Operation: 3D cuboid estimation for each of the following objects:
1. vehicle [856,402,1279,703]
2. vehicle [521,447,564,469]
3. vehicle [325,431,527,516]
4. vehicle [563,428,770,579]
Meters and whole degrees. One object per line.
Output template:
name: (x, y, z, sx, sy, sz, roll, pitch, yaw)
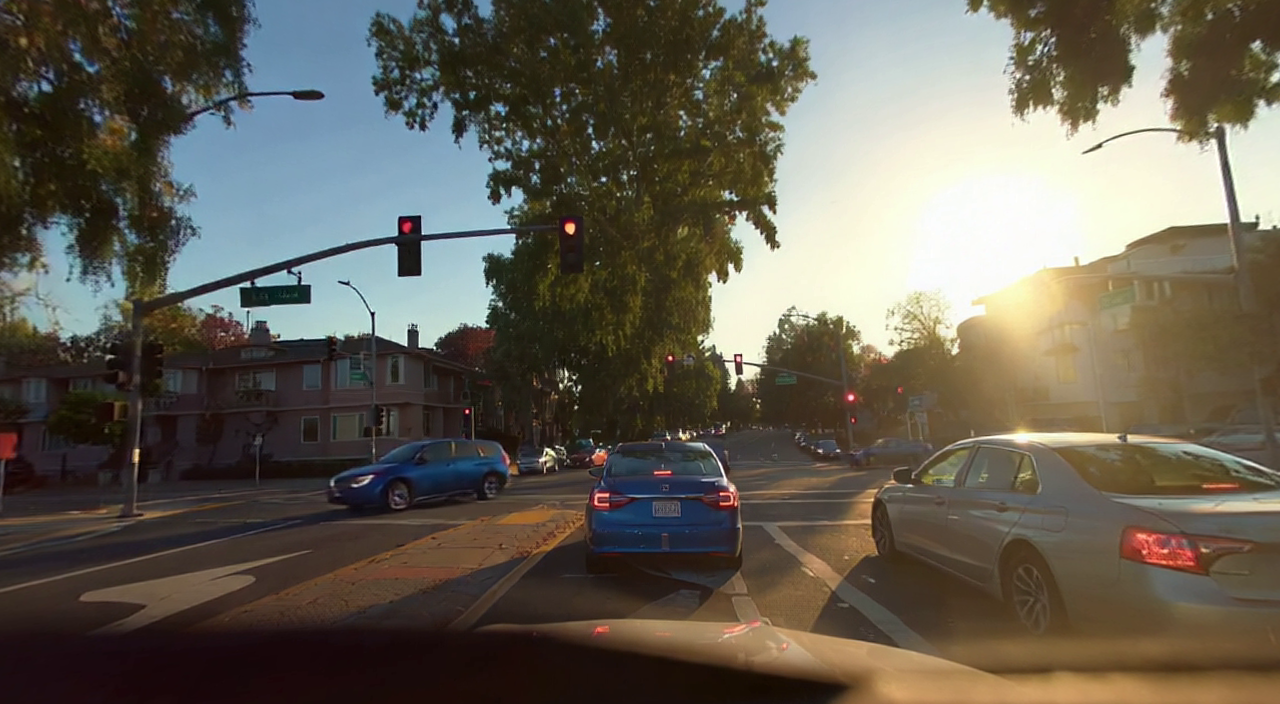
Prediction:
vehicle: (3.654, 1.336, 5.430, 1.888, 1.486, 4.681, 0, -9, -1)
vehicle: (-6.924, 7.583, 45.294, 2.093, 1.476, 4.278, -1, -9, 4)
vehicle: (-5.171, 2.988, 16.109, 1.988, 1.799, 4.789, -5, -10, 27)
vehicle: (0.302, 1.821, 8.330, 2.090, 1.505, 3.756, -1, -9, 1)
